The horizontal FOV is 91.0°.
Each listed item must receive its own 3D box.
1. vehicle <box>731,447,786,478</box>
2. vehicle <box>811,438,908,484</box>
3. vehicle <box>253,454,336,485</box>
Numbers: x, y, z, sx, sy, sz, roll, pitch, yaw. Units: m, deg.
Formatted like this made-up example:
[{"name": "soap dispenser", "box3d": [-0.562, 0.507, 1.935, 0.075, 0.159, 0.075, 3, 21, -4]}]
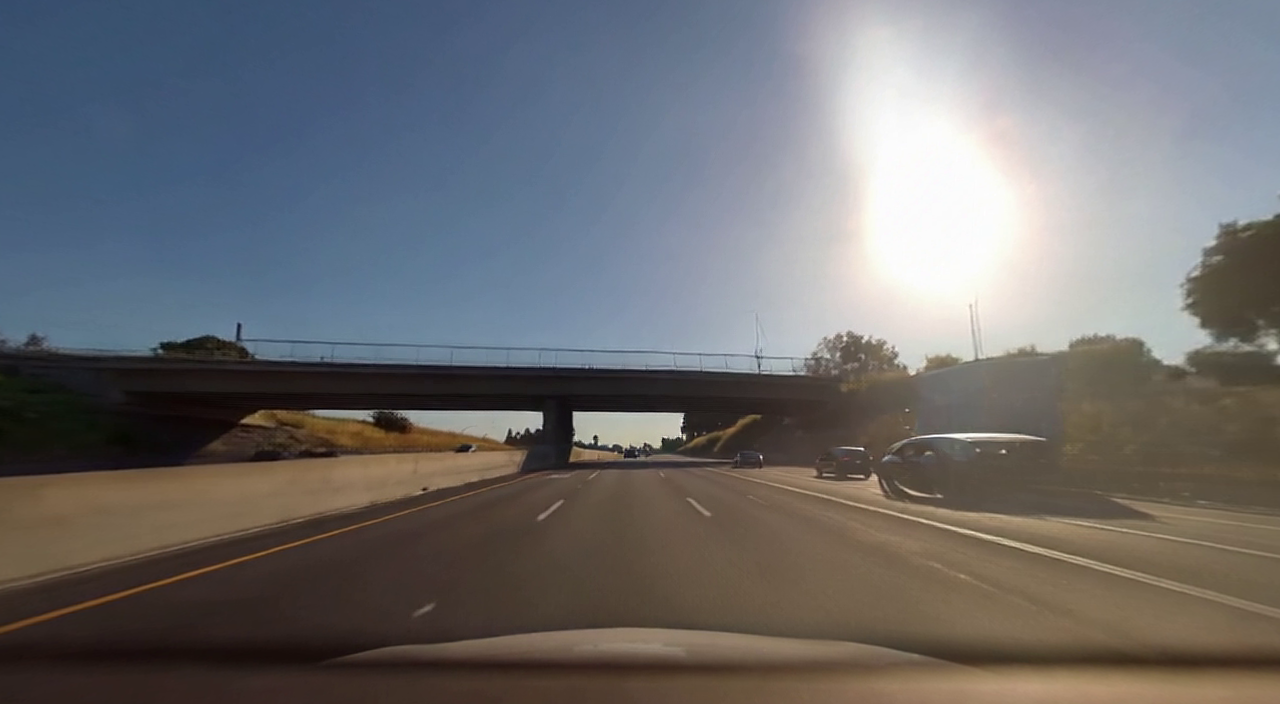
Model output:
[{"name": "vehicle", "box3d": [6.397, 6.000, 34.418, 2.053, 1.553, 4.463, 0, -9, -1]}, {"name": "vehicle", "box3d": [10.055, 5.062, 29.491, 2.387, 1.936, 5.646, 0, -9, -1]}, {"name": "vehicle", "box3d": [-17.929, 6.096, 32.910, 1.885, 1.491, 4.302, 0, -9, 0]}]
